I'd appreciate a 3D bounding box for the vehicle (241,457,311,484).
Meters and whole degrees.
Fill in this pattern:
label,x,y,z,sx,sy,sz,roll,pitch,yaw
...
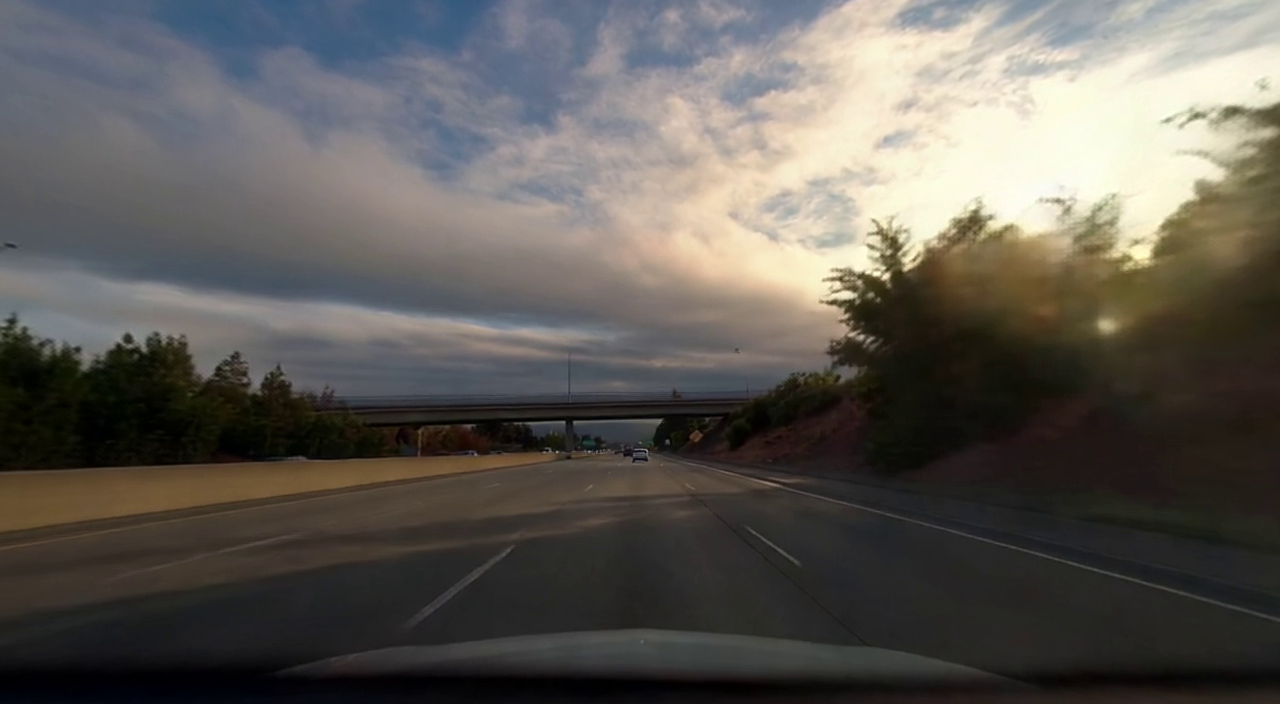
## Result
label,x,y,z,sx,sy,sz,roll,pitch,yaw
vehicle,-23.238,7.580,40.424,1.782,1.561,4.513,0,-9,0
